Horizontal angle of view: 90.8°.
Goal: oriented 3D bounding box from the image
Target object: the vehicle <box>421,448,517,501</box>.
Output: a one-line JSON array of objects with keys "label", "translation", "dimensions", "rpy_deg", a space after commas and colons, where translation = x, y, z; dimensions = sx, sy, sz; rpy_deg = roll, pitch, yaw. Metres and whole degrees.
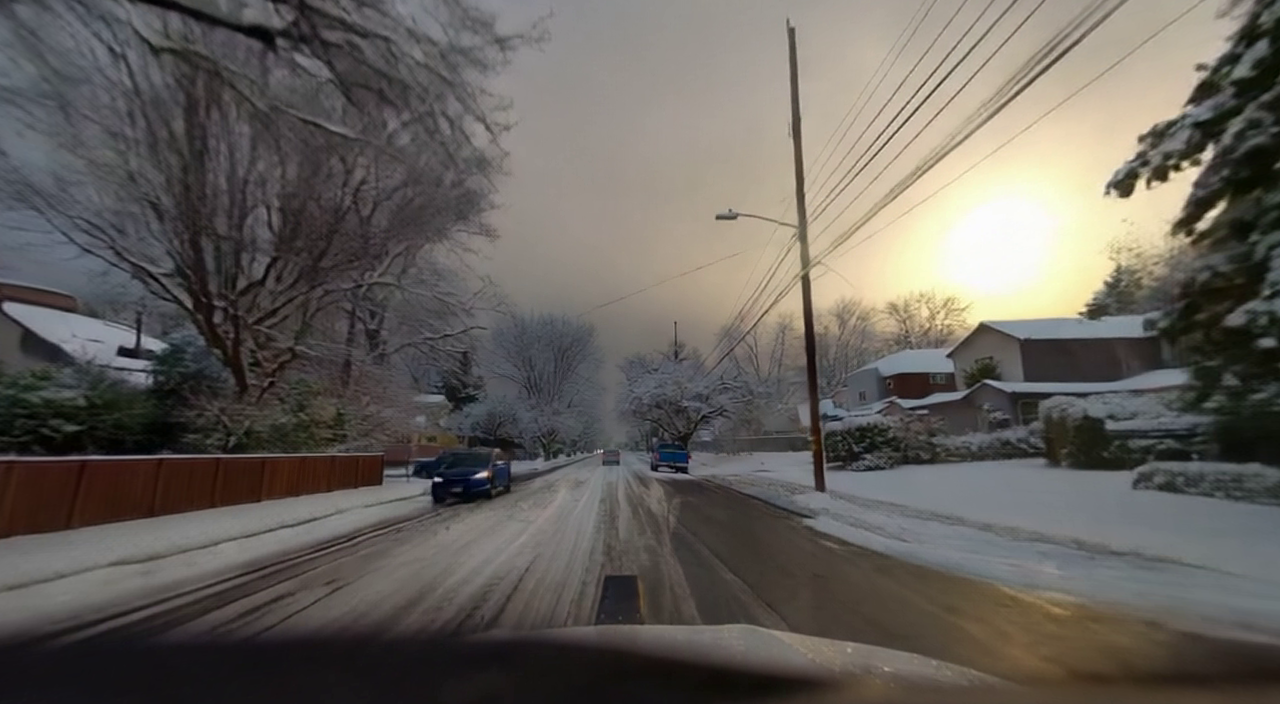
[{"label": "vehicle", "translation": [-5.440, 3.917, 20.675], "dimensions": [1.926, 1.513, 4.236], "rpy_deg": [0, -9, 0]}]

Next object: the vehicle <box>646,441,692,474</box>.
[{"label": "vehicle", "translation": [1.722, 6.590, 39.793], "dimensions": [2.394, 1.901, 5.759], "rpy_deg": [0, -9, -2]}]

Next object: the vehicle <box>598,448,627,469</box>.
[{"label": "vehicle", "translation": [-2.032, 7.870, 47.051], "dimensions": [2.064, 1.477, 3.968], "rpy_deg": [0, -9, -2]}]
